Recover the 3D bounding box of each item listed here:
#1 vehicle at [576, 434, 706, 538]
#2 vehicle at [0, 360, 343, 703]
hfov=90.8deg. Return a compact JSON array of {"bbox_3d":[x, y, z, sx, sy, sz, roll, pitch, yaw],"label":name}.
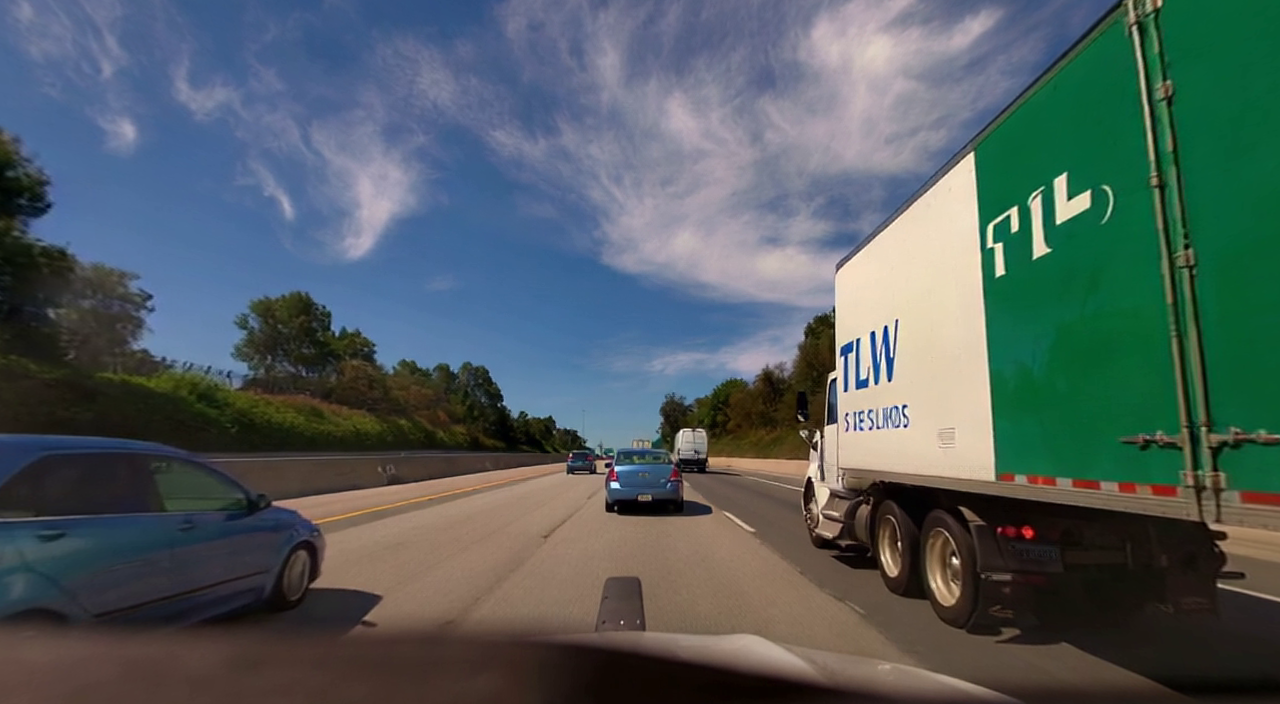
[{"bbox_3d":[0.005,2.324,11.444,1.973,1.574,3.426,0,-9,0],"label":"vehicle"},{"bbox_3d":[-3.477,0.936,2.825,1.985,1.671,4.604,0,-9,1],"label":"vehicle"}]
